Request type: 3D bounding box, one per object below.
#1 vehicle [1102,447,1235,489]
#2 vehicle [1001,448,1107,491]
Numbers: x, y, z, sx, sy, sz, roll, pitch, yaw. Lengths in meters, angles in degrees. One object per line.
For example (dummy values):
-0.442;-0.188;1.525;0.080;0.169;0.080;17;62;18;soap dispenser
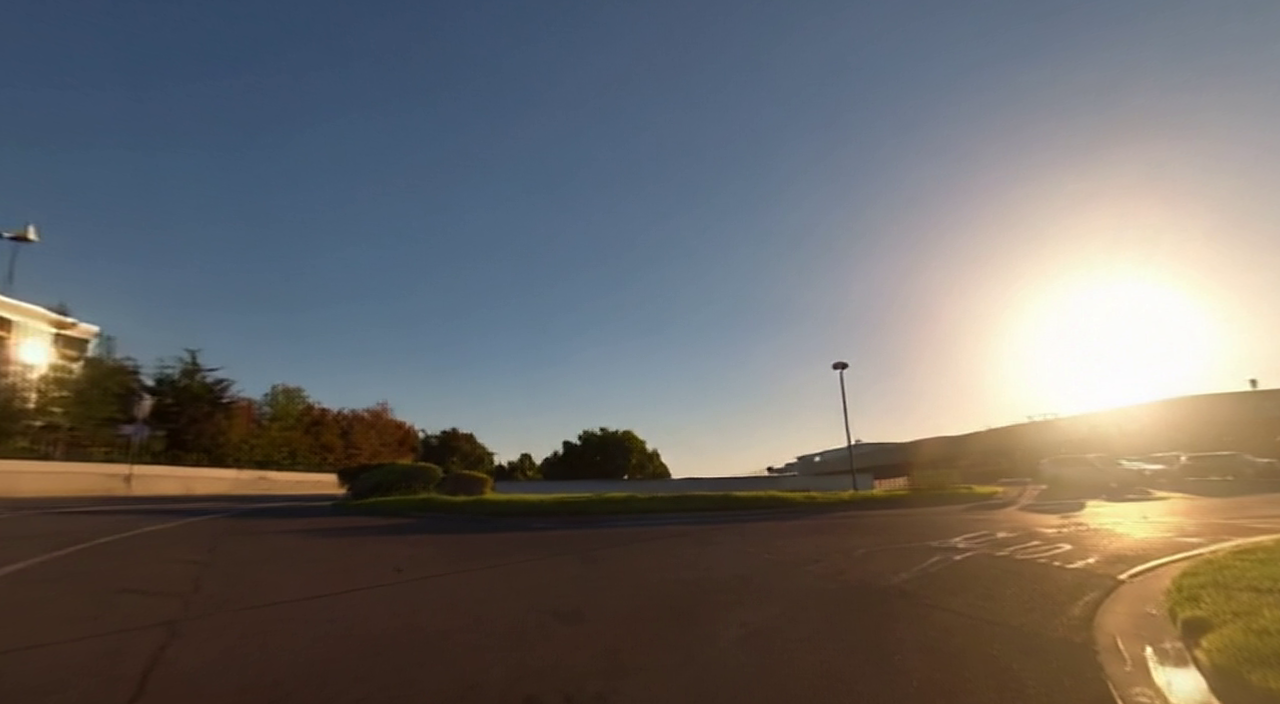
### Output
20.785;4.631;25.020;1.833;1.490;3.705;2;-11;-5;vehicle
17.247;4.975;26.515;1.944;1.608;3.715;1;-12;1;vehicle
